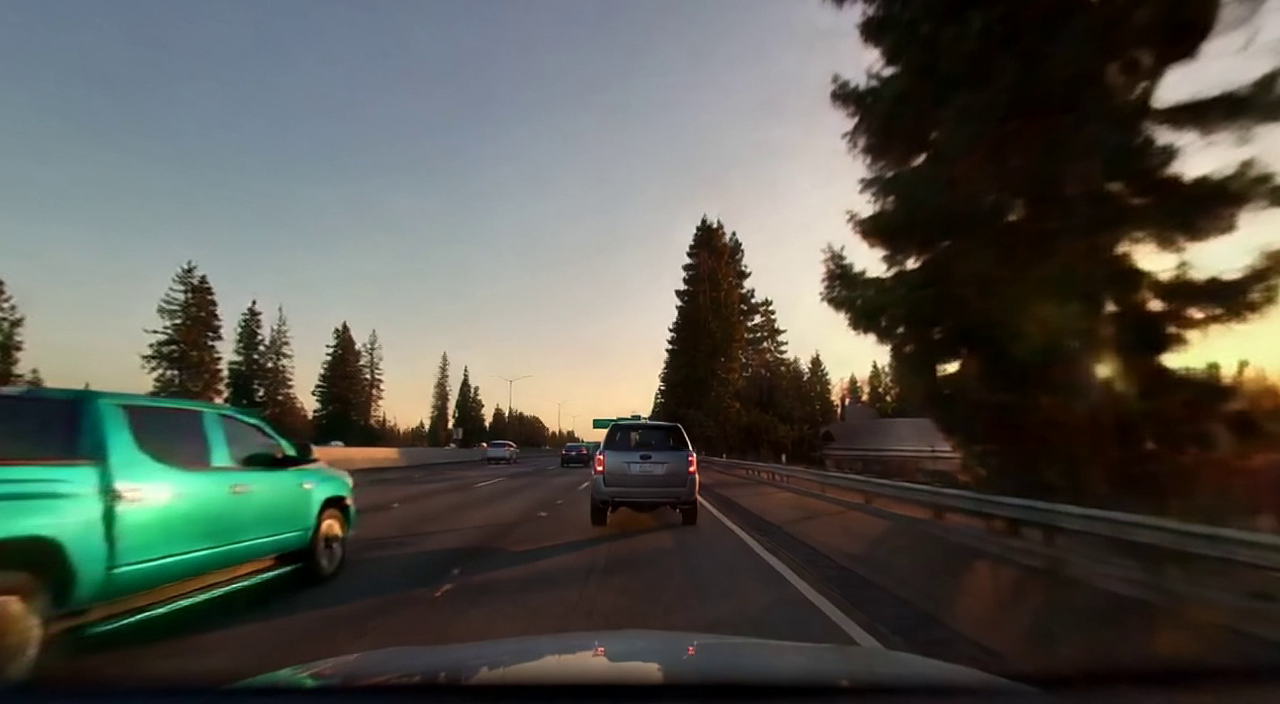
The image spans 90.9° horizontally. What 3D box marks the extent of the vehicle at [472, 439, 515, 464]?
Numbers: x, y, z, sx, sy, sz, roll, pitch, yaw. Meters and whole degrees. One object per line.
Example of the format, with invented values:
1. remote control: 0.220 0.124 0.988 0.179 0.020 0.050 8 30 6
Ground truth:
1. vehicle: -10.724 7.325 46.537 2.009 1.771 4.540 0 -8 1

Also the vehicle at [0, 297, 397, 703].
1. vehicle: -4.091 0.970 4.348 2.486 1.962 5.525 0 -8 2

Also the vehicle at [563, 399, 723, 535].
1. vehicle: 0.020 2.076 11.896 2.395 2.013 4.734 0 -8 -1
